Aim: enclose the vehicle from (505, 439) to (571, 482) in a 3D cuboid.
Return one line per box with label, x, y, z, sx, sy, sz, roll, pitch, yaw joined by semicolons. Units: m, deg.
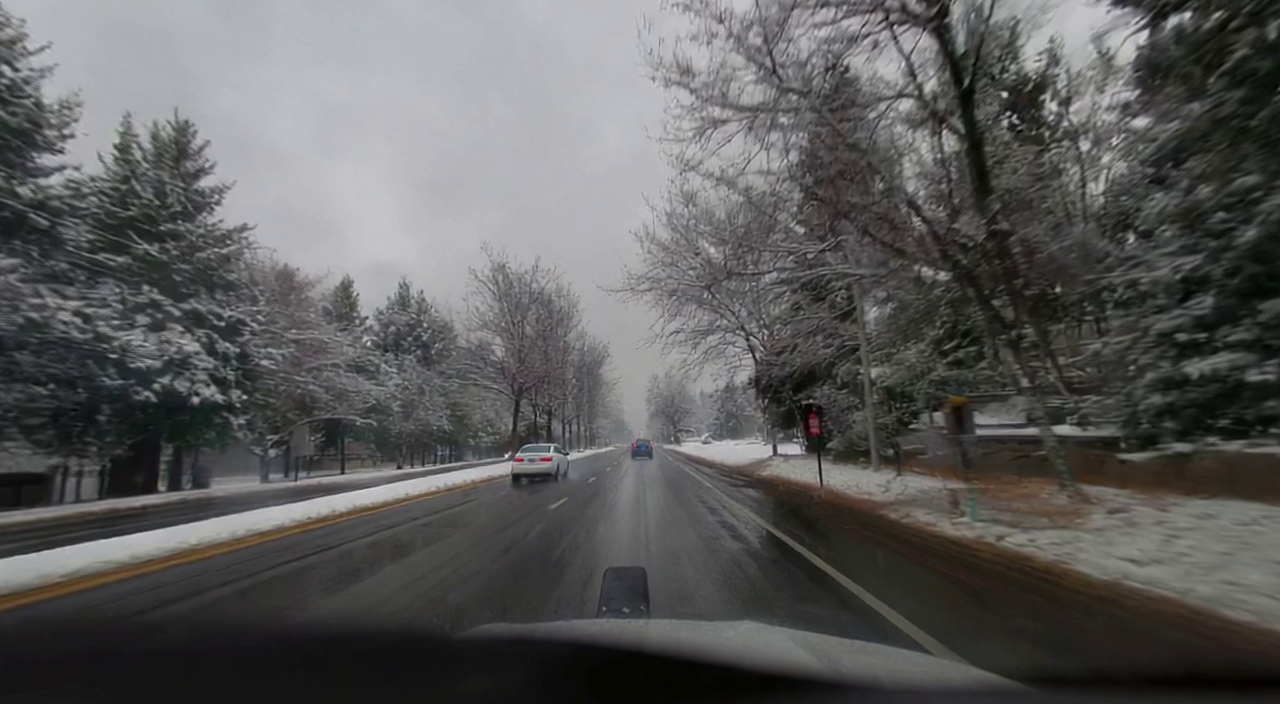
vehicle;-4.140;4.487;26.333;1.914;1.630;4.351;0;-8;1
